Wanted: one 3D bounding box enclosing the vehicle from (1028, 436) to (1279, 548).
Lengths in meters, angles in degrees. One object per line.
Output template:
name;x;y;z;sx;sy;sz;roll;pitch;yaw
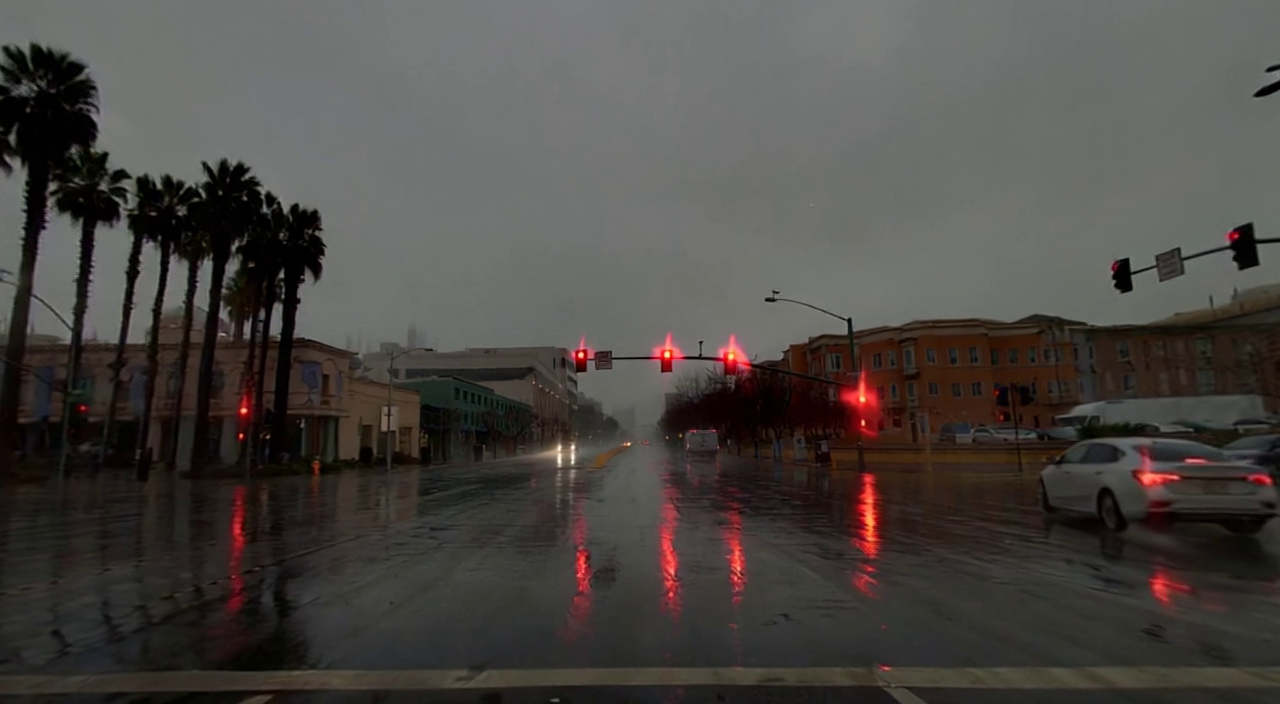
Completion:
vehicle;8.810;2.203;10.677;2.003;1.475;4.520;-1;-9;6

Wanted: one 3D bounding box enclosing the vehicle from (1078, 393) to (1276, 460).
vehicle;32.627;4.725;39.332;2.863;3.609;10.252;0;-8;-3
